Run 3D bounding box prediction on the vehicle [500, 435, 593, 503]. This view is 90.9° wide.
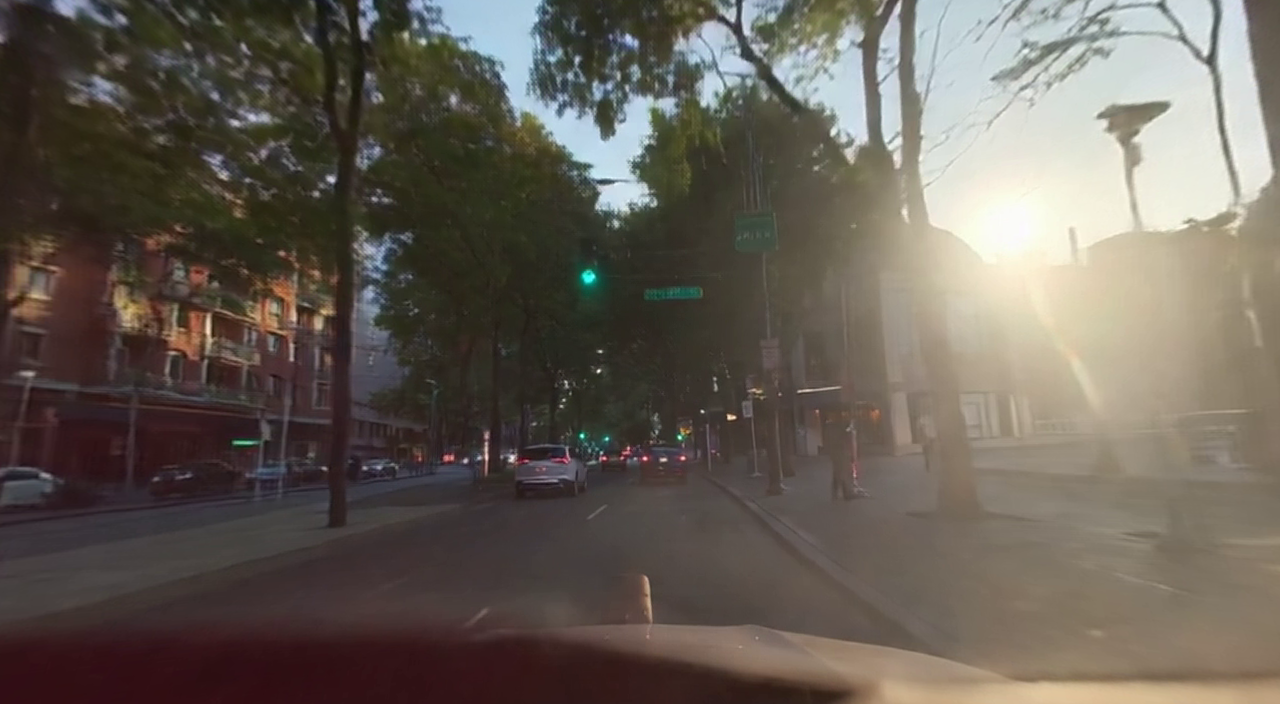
[{"bbox_3d":[-2.565,3.308,18.270,1.940,1.722,3.823,-1,-8,3],"label":"vehicle"}]

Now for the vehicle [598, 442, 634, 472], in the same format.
[{"bbox_3d":[-1.497,6.882,41.465,2.220,1.847,4.587,0,-8,0],"label":"vehicle"}]

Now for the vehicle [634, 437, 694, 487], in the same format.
[{"bbox_3d":[0.876,4.178,24.234,2.120,1.758,3.917,0,-8,1],"label":"vehicle"}]

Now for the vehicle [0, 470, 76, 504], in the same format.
[{"bbox_3d":[-31.948,6.893,32.440,1.768,1.436,4.515,0,-8,-3],"label":"vehicle"}]

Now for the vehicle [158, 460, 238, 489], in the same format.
[{"bbox_3d":[-28.713,7.929,41.151,1.898,1.641,4.644,0,-8,-1],"label":"vehicle"}]
